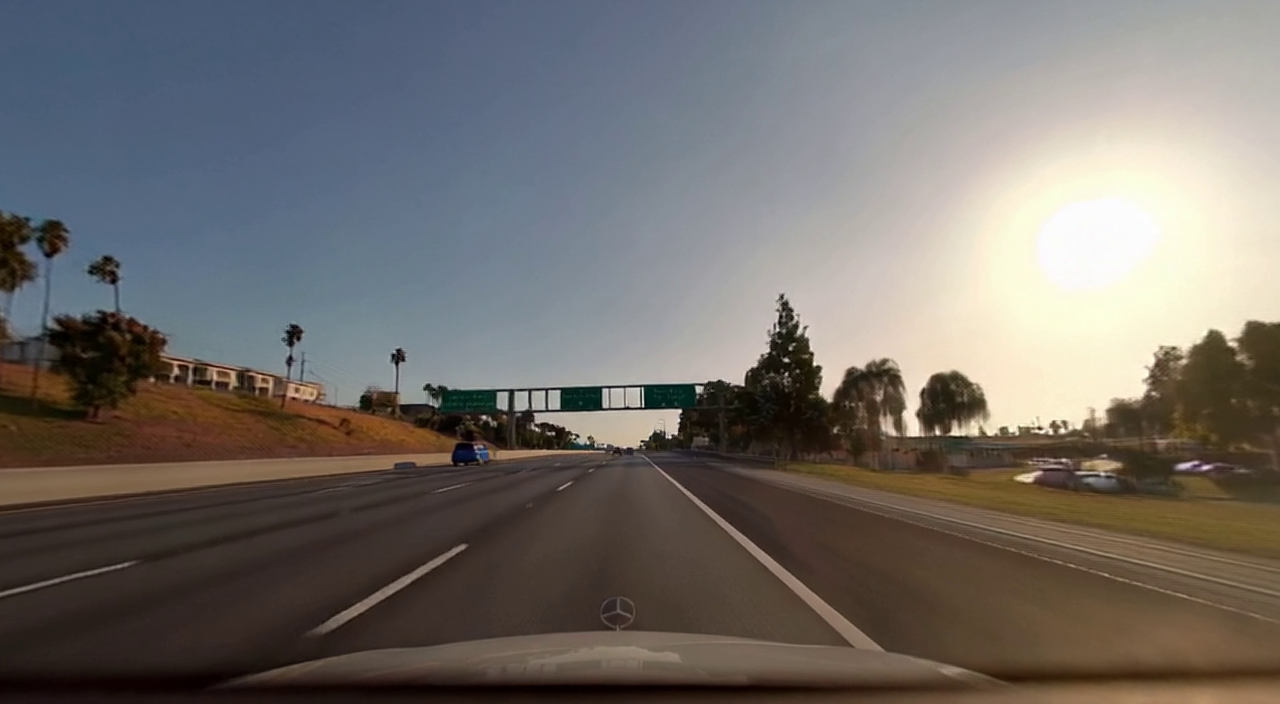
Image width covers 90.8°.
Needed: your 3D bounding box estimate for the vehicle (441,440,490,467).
[{"bbox_3d":[-11.882,6.946,43.293,2.016,1.754,4.543,0,-8,0],"label":"vehicle"}]
